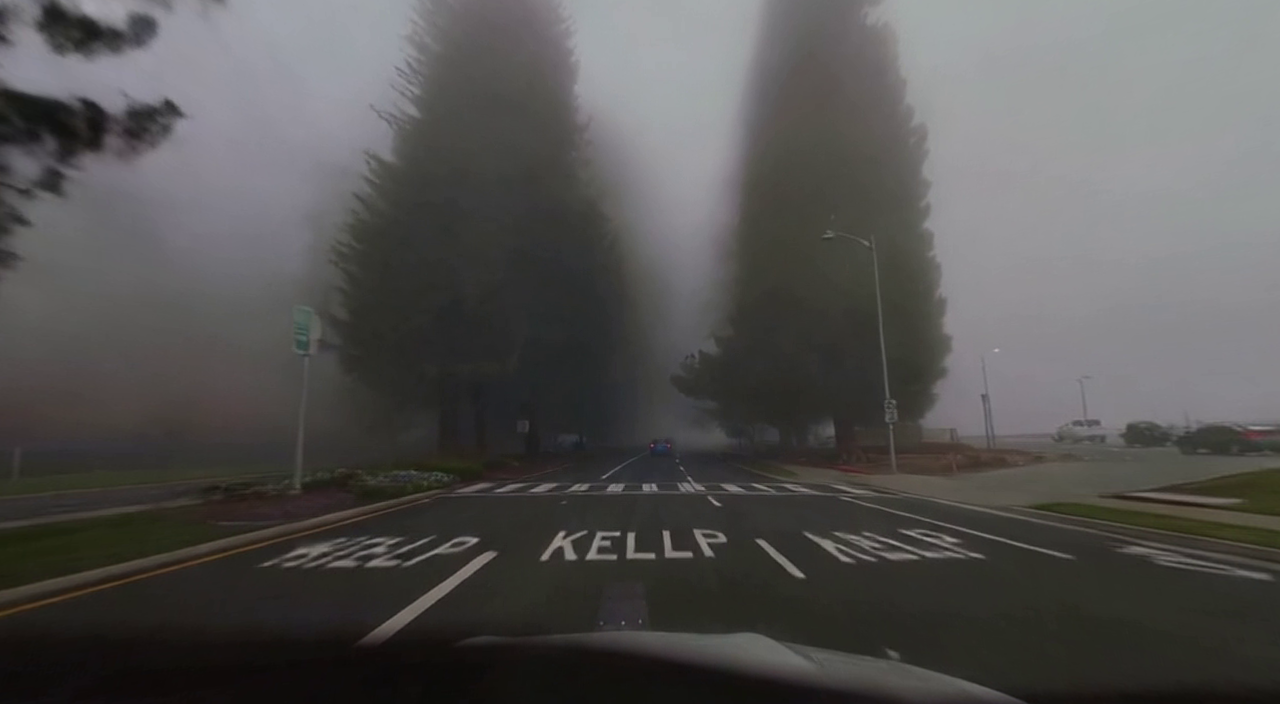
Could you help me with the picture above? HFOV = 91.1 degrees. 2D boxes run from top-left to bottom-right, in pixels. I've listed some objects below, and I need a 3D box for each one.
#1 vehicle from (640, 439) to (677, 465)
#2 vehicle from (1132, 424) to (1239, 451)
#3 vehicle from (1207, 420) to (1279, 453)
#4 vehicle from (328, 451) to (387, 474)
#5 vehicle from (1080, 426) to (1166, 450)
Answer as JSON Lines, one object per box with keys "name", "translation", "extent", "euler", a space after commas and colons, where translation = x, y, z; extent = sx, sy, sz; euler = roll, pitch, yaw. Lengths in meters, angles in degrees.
{"name": "vehicle", "translation": [1.104, 6.206, 39.098], "extent": [2.144, 1.505, 4.128], "euler": [0, -8, 1]}
{"name": "vehicle", "translation": [31.690, 4.989, 36.555], "extent": [4.282, 1.486, 2.017], "euler": [0, -9, 0]}
{"name": "vehicle", "translation": [31.376, 4.179, 31.336], "extent": [4.051, 1.475, 1.949], "euler": [-3, -9, 2]}
{"name": "vehicle", "translation": [-19.765, 7.732, 44.125], "extent": [1.885, 1.464, 4.525], "euler": [0, -9, 2]}
{"name": "vehicle", "translation": [31.956, 5.717, 41.641], "extent": [4.002, 1.501, 2.000], "euler": [0, -9, 0]}
